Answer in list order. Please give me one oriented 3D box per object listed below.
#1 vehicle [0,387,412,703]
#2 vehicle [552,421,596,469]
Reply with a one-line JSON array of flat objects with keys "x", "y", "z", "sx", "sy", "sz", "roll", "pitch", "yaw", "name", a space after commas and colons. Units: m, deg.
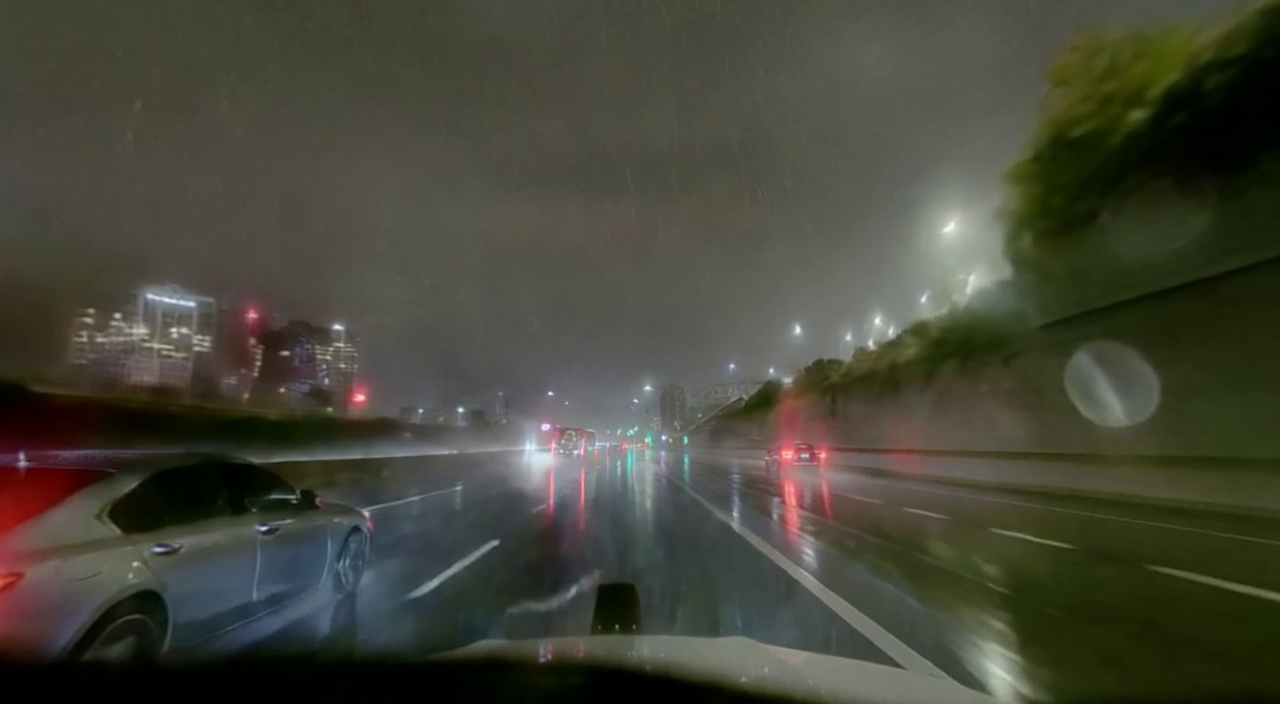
[{"x": -3.623, "y": 1.257, "z": 4.878, "sx": 2.025, "sy": 1.556, "sz": 4.594, "roll": 0, "pitch": -8, "yaw": -1, "name": "vehicle"}, {"x": -4.310, "y": 6.224, "z": 42.257, "sx": 2.364, "sy": 2.953, "sz": 6.732, "roll": 0, "pitch": -8, "yaw": -1, "name": "vehicle"}]
